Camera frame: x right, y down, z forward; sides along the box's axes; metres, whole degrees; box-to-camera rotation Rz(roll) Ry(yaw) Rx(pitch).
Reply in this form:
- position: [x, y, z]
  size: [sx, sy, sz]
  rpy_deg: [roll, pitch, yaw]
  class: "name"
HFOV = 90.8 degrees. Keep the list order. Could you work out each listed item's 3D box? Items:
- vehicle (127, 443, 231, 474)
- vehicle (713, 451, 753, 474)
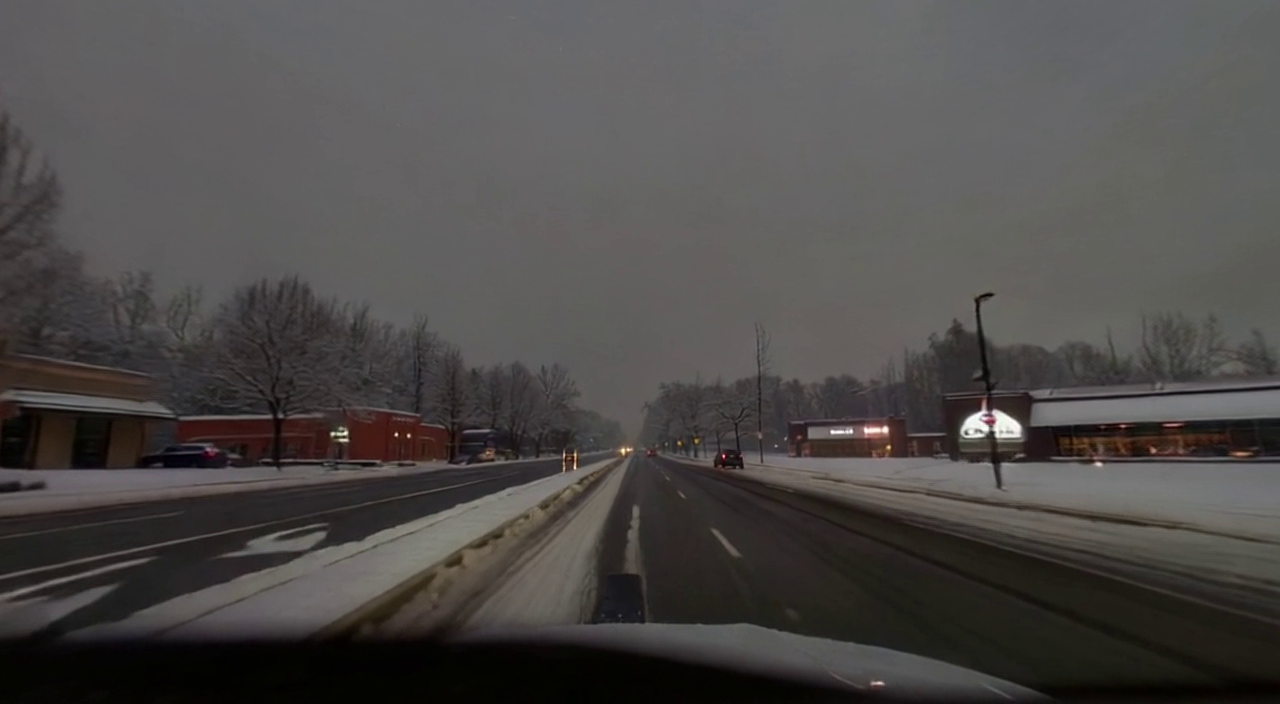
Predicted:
- position: [-29.687, 6.911, 41.006]
  size: [2.207, 1.863, 5.860]
  rpy_deg: [0, -9, 1]
  class: "vehicle"
- position: [6.284, 7.492, 42.990]
  size: [1.916, 1.437, 4.327]
  rpy_deg: [1, -9, -2]
  class: "vehicle"
